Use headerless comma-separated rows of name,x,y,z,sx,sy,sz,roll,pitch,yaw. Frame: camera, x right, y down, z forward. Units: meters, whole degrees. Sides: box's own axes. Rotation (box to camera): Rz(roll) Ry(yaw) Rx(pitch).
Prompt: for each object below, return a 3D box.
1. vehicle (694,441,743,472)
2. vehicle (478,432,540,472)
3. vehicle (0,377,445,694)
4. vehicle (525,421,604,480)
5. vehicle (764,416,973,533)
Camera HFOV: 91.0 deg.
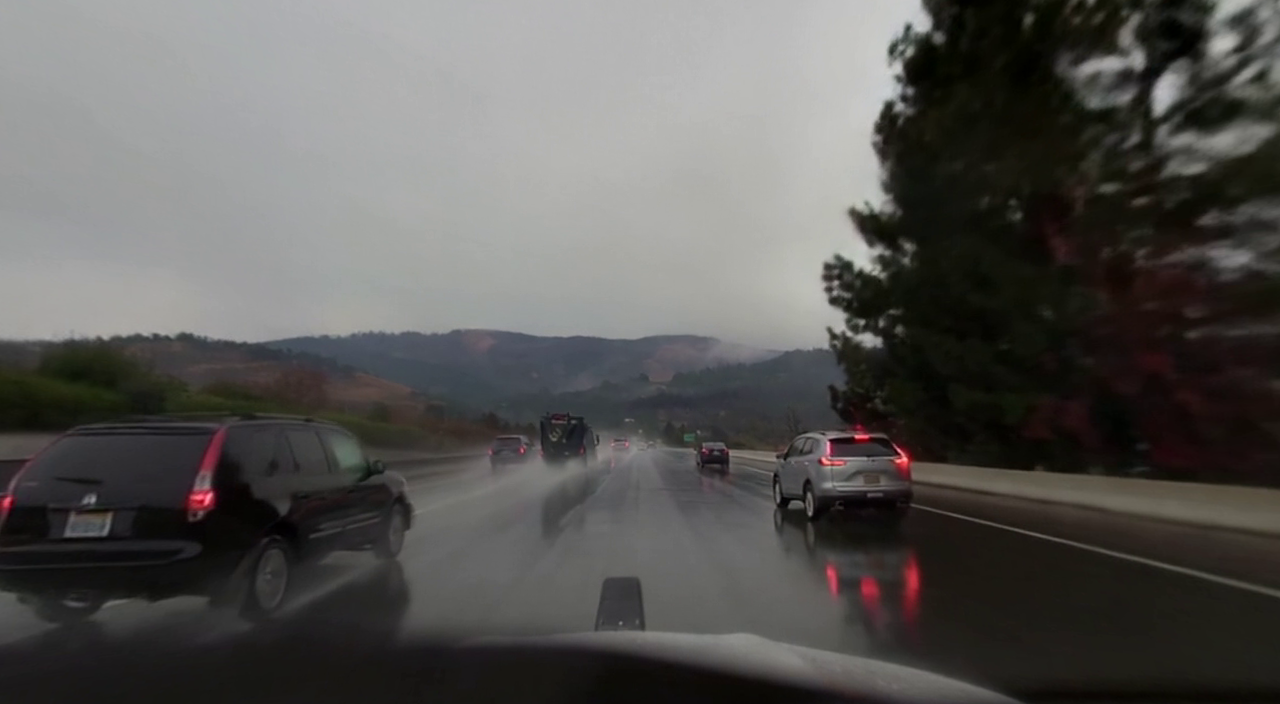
vehicle,4.251,5.729,34.889,2.071,1.570,4.637,0,-8,-1
vehicle,-6.789,5.258,33.196,2.149,1.922,4.976,0,-8,0
vehicle,-3.487,1.303,5.607,2.080,1.716,4.207,0,-8,1
vehicle,-2.915,4.025,25.928,2.494,2.136,5.539,0,-8,1
vehicle,3.796,2.134,11.573,2.066,1.696,4.604,0,-8,-1
